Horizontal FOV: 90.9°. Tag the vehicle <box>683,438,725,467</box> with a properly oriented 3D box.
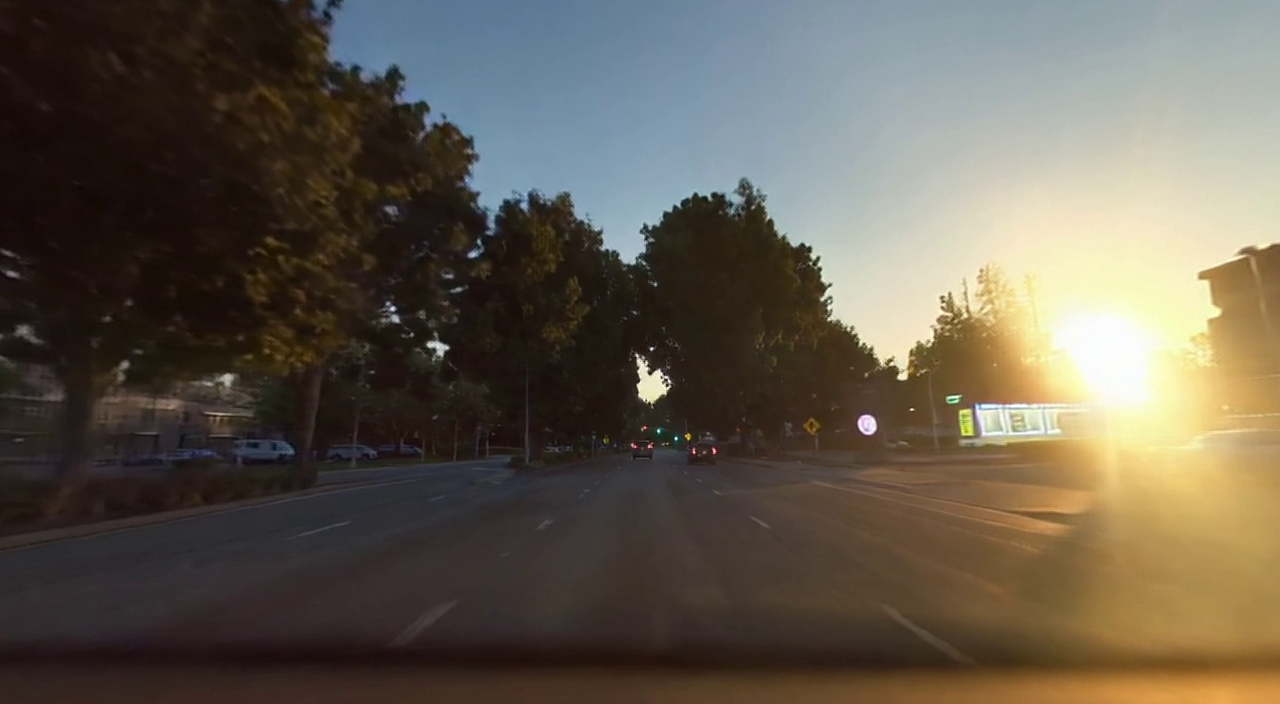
[{"bbox_3d":[3.856,6.128,38.677,2.007,1.683,4.171,0,-8,-1],"label":"vehicle"}]

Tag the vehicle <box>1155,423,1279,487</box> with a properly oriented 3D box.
[{"bbox_3d":[16.695,2.682,16.640,4.233,1.562,2.143,0,-8,2],"label":"vehicle"}]
